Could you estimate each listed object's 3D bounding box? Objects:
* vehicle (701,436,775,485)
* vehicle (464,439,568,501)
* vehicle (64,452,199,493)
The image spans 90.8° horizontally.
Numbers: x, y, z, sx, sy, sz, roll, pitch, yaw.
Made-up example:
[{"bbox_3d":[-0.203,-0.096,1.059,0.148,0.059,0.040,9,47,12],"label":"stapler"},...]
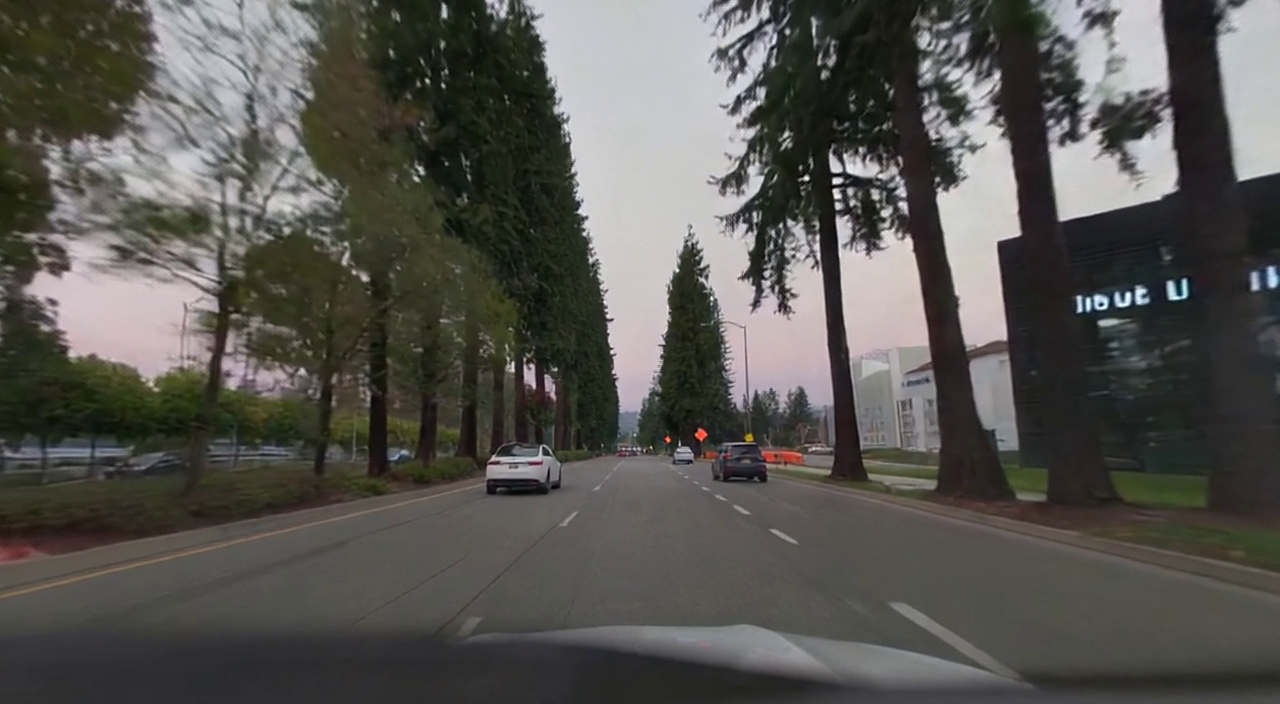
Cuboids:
[{"bbox_3d":[3.875,4.405,25.903,2.159,1.793,4.735,0,-9,-1],"label":"vehicle"},{"bbox_3d":[-3.225,3.184,17.323,2.020,1.474,4.098,0,-9,0],"label":"vehicle"},{"bbox_3d":[-21.956,5.171,27.602,1.996,1.605,4.671,0,-9,0],"label":"vehicle"}]
